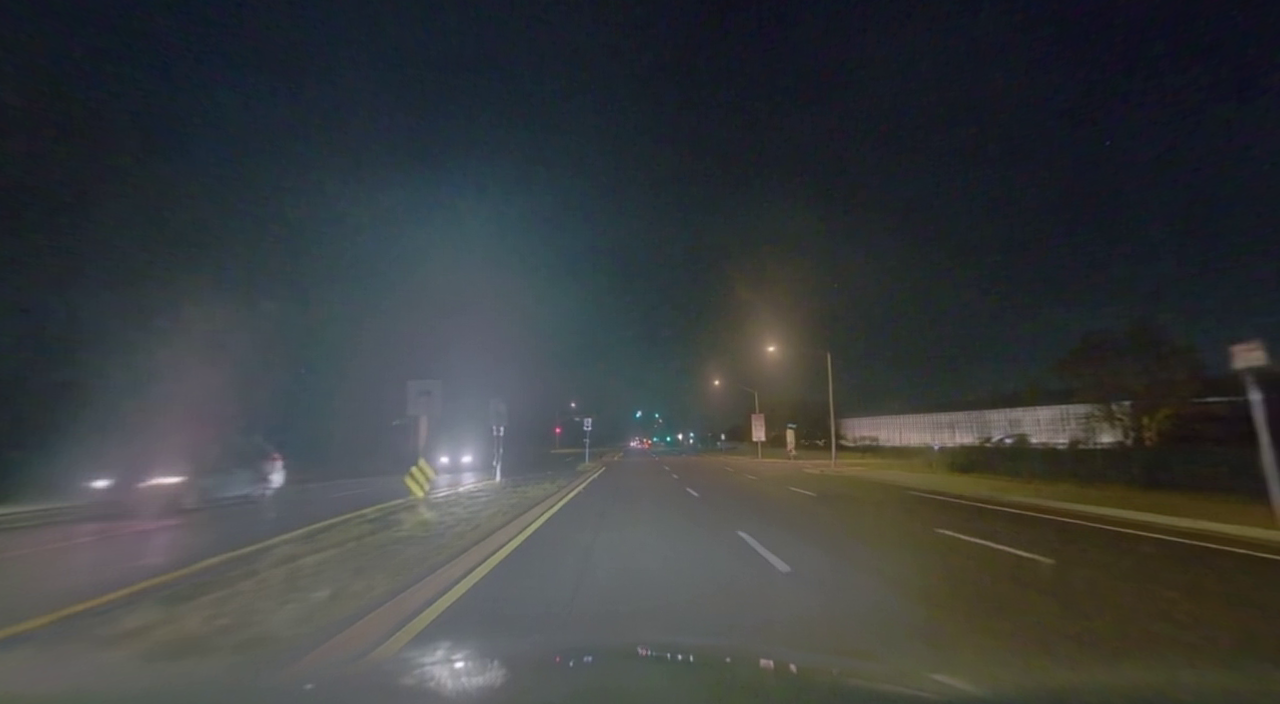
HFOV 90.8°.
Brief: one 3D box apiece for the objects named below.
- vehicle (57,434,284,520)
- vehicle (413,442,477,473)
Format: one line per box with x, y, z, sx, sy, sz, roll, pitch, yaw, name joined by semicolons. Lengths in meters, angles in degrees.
-10.672;2.828;14.906;1.923;1.702;4.387;0;-8;0;vehicle
-10.600;5.753;34.794;1.916;1.593;5.012;0;-8;0;vehicle
